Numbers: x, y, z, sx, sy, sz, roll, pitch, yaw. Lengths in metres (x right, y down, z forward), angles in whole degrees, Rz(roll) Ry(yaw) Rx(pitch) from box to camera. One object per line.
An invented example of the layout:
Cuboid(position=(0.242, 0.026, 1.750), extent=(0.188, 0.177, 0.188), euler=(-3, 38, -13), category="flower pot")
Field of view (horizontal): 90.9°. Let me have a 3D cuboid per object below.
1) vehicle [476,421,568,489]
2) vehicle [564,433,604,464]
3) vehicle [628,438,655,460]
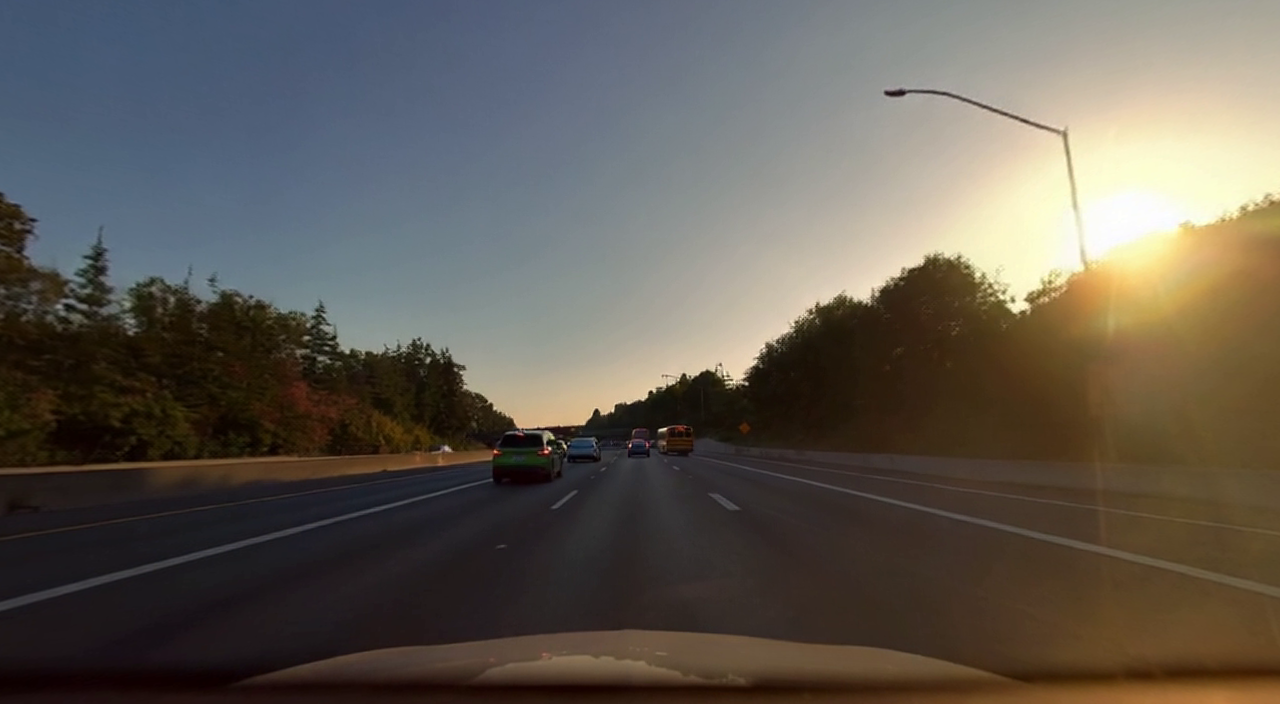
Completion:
Cuboid(position=(-3.639, 3.283, 20.343), extent=(2.016, 1.898, 4.458), euler=(0, -8, 1), category="vehicle")
Cuboid(position=(-3.495, 6.133, 40.243), extent=(2.155, 1.843, 4.567), euler=(0, -8, 0), category="vehicle")
Cuboid(position=(0.127, 7.632, 49.539), extent=(2.042, 1.632, 3.654), euler=(0, -8, -1), category="vehicle")
